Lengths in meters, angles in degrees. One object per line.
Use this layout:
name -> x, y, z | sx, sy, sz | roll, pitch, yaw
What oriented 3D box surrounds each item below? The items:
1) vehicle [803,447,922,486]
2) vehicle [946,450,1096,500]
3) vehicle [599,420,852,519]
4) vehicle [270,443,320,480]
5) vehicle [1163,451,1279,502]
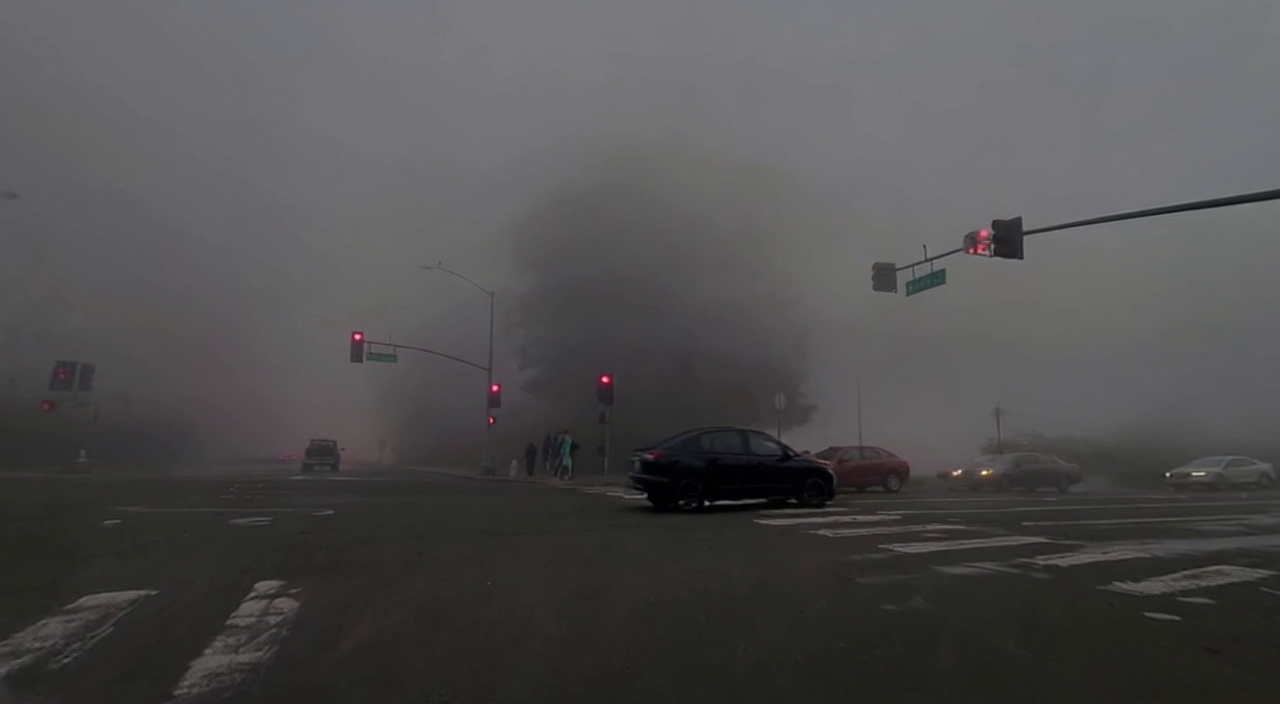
vehicle -> 9.661, 4.970, 27.497 | 4.537, 1.608, 1.827 | 2, -9, -10
vehicle -> 14.062, 4.494, 23.362 | 4.356, 1.498, 1.957 | -2, -8, -8
vehicle -> 1.667, 2.343, 12.867 | 4.633, 1.739, 2.090 | 3, -9, -17
vehicle -> -20.517, 6.481, 37.698 | 2.243, 2.011, 5.631 | 5, -10, -26
vehicle -> 23.410, 4.854, 24.757 | 4.322, 1.522, 1.795 | -3, -9, -11
